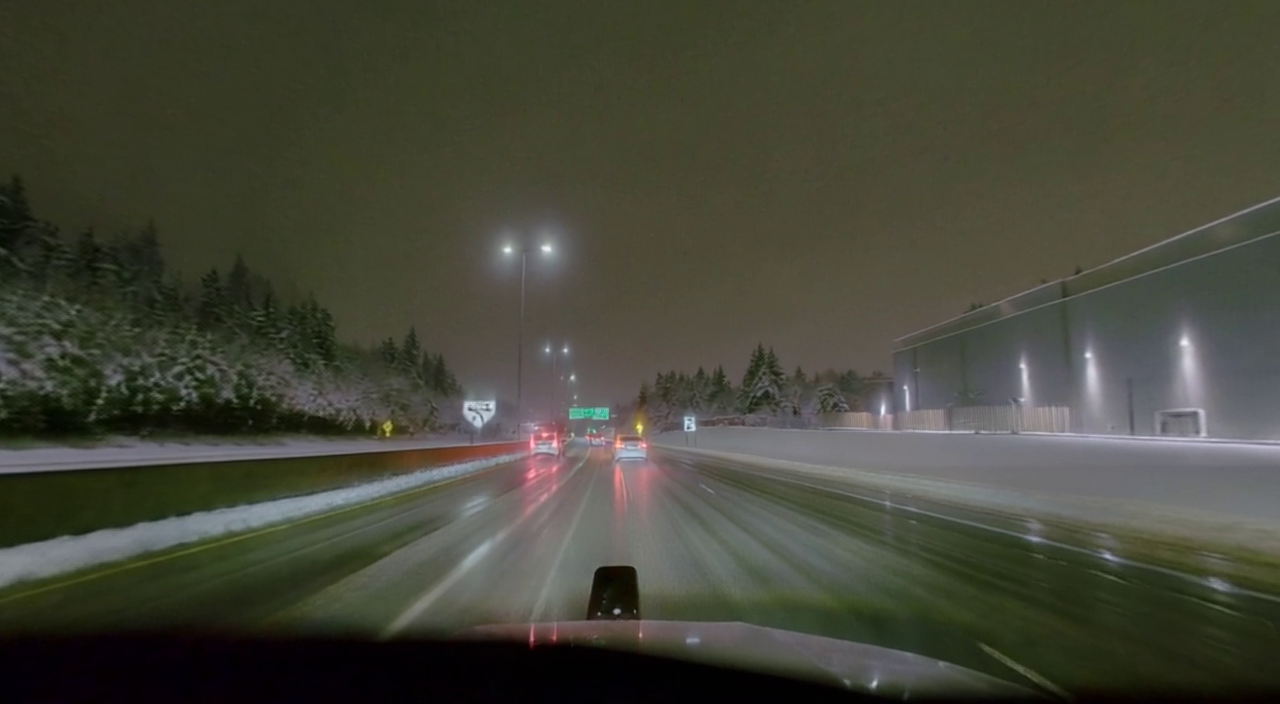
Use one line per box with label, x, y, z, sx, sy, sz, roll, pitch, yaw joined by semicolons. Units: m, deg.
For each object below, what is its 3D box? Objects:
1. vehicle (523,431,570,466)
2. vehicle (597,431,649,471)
vehicle;-4.957;5.147;33.803;2.080;1.733;4.410;0;-8;-3
vehicle;-0.815;4.289;27.510;2.078;1.608;3.982;0;-8;-4
